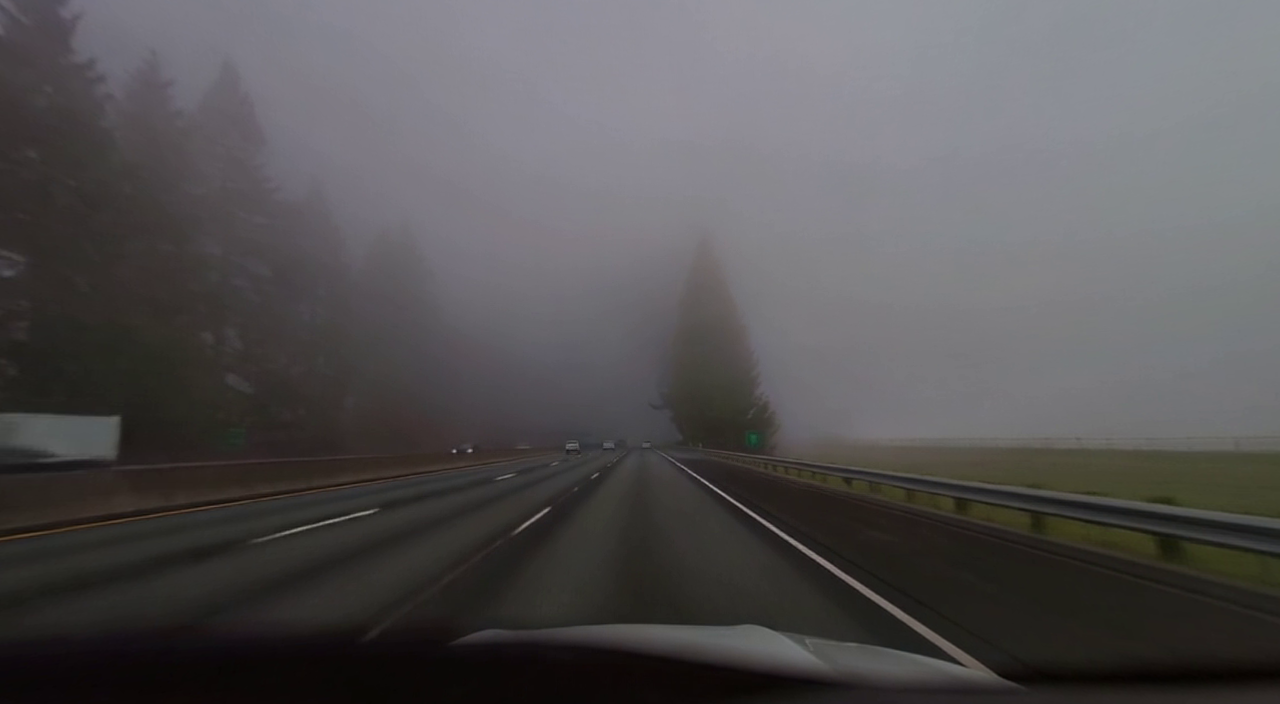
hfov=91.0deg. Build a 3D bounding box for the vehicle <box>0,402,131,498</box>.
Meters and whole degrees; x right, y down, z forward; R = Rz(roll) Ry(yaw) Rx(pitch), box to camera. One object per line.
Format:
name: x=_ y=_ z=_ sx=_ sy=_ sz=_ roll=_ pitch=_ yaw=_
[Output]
vehicle: x=-23.467 y=3.613 z=23.346 sx=2.770 sy=3.292 sz=7.462 roll=0 pitch=-8 yaw=1
